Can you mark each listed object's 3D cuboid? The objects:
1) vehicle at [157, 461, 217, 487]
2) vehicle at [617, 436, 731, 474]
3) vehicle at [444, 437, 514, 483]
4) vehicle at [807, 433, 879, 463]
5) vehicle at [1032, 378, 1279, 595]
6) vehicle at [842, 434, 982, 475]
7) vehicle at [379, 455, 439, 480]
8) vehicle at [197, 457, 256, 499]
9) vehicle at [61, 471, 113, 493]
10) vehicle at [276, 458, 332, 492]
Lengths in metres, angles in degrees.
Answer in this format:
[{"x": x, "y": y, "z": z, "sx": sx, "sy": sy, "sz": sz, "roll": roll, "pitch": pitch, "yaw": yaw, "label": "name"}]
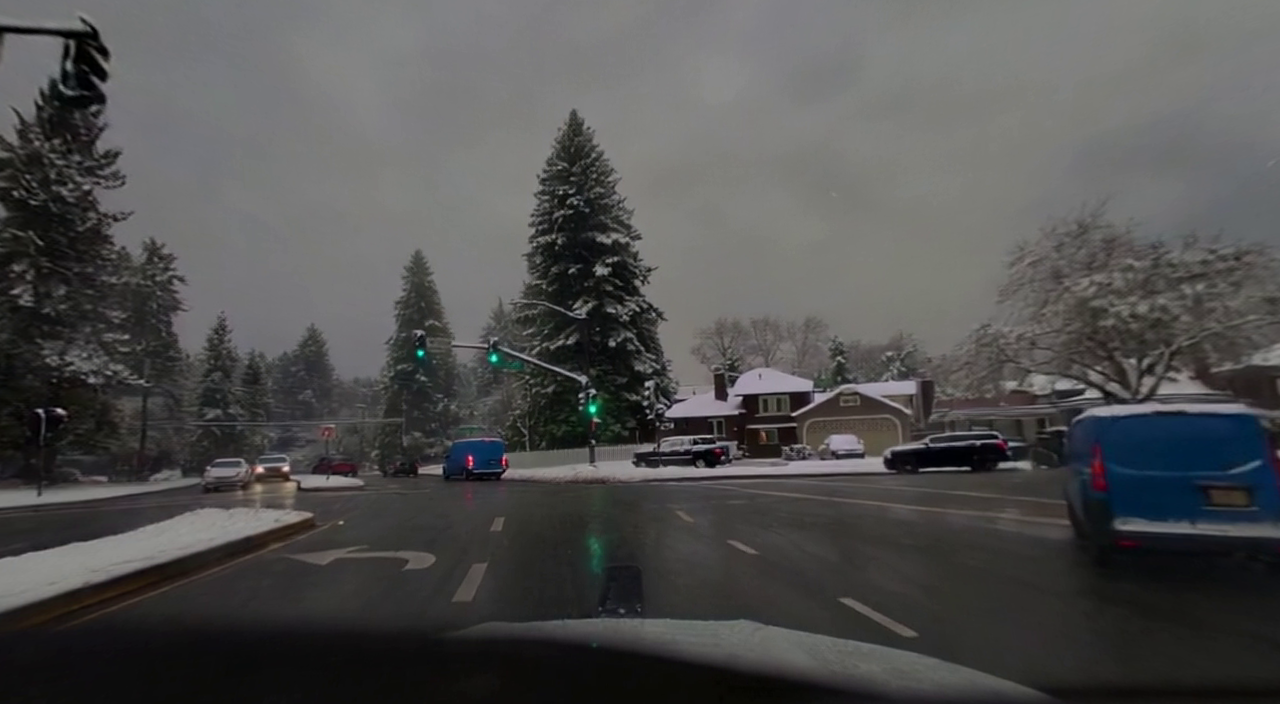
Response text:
[{"x": -34.517, "y": 9.259, "z": 48.063, "sx": 5.175, "sy": 1.791, "sz": 2.008, "roll": -7, "pitch": -10, "yaw": 34, "label": "vehicle"}, {"x": 1.908, "y": 5.923, "z": 36.455, "sx": 6.104, "sy": 2.026, "sz": 2.514, "roll": -5, "pitch": -10, "yaw": 31, "label": "vehicle"}, {"x": -8.331, "y": 5.474, "z": 32.353, "sx": 2.213, "sy": 2.124, "sz": 4.809, "roll": 5, "pitch": -10, "yaw": -29, "label": "vehicle"}, {"x": 13.807, "y": 6.497, "z": 43.018, "sx": 4.268, "sy": 1.765, "sz": 1.989, "roll": -4, "pitch": -5, "yaw": 29, "label": "vehicle"}, {"x": 6.185, "y": 1.427, "z": 7.368, "sx": 2.133, "sy": 1.821, "sz": 4.254, "roll": -4, "pitch": -9, "yaw": 25, "label": "vehicle"}, {"x": 10.324, "y": 3.946, "z": 24.350, "sx": 4.509, "sy": 1.481, "sz": 2.027, "roll": -2, "pitch": -9, "yaw": 9, "label": "vehicle"}, {"x": -14.988, "y": 7.427, "z": 40.829, "sx": 2.008, "sy": 1.445, "sz": 4.386, "roll": 8, "pitch": -12, "yaw": -43, "label": "vehicle"}, {"x": -20.253, "y": 6.088, "z": 30.855, "sx": 2.078, "sy": 1.783, "sz": 4.670, "roll": 6, "pitch": -10, "yaw": -35, "label": "vehicle"}, {"x": -43.520, "y": 10.186, "z": 49.682, "sx": 4.290, "sy": 1.497, "sz": 2.093, "roll": -8, "pitch": -10, "yaw": 35, "label": "vehicle"}, {"x": -17.147, "y": 6.195, "z": 32.126, "sx": 1.952, "sy": 1.461, "sz": 4.377, "roll": 6, "pitch": -10, "yaw": -34, "label": "vehicle"}]
